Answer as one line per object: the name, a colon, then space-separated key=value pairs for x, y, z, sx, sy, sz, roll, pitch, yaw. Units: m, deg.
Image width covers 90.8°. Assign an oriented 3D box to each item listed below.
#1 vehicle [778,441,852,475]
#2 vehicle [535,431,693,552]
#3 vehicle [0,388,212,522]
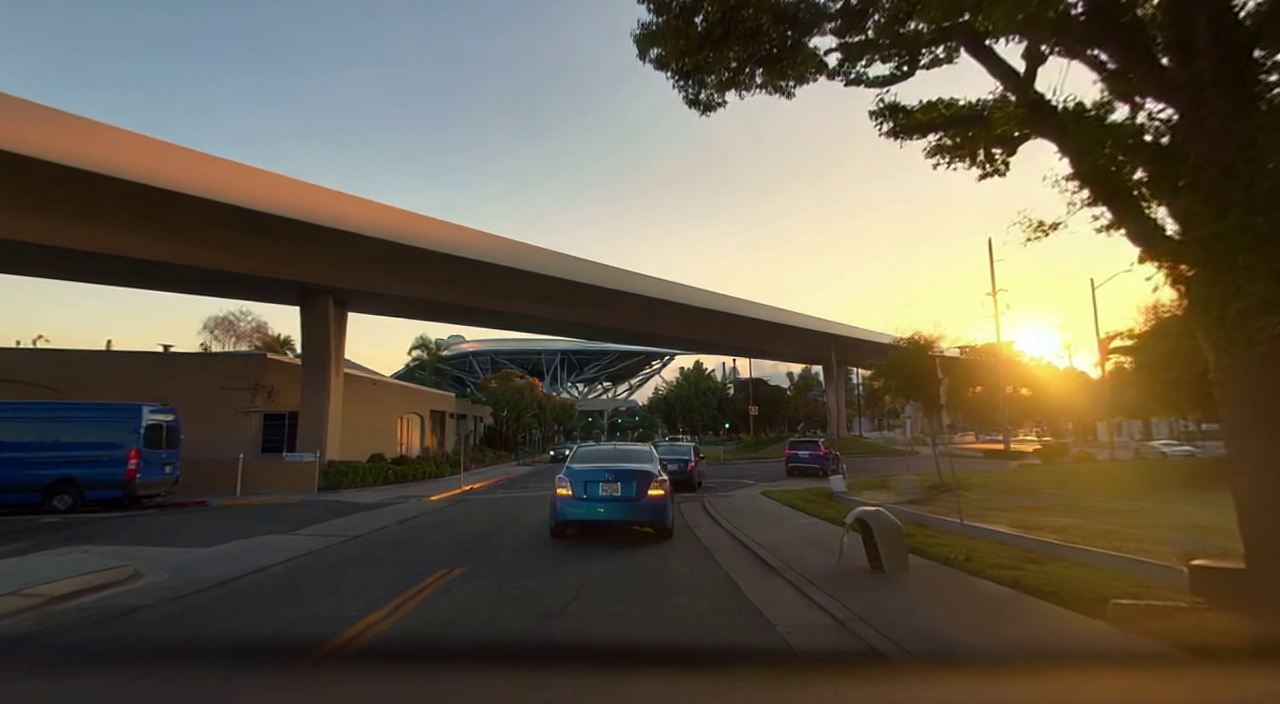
vehicle: x=10.094 y=6.038 z=36.289 sx=4.425 sy=1.828 sz=2.032 roll=8 pitch=-12 yaw=-43
vehicle: x=-0.278 y=2.208 z=10.749 sx=2.087 sy=1.578 sz=4.652 roll=0 pitch=-9 yaw=2
vehicle: x=-13.547 y=2.344 z=14.545 sx=5.356 sy=2.762 sz=2.644 roll=0 pitch=-9 yaw=0
